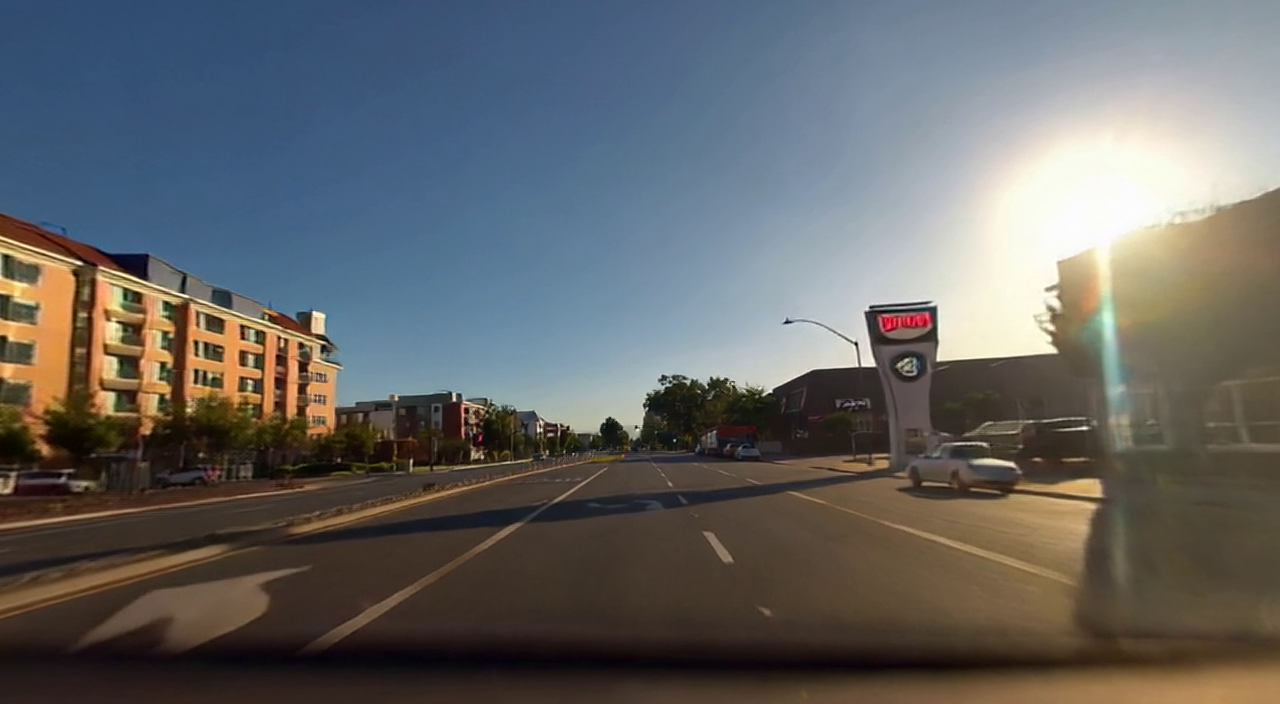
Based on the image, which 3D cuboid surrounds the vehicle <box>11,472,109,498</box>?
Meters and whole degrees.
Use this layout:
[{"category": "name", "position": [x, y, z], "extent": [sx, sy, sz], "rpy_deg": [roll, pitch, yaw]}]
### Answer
[{"category": "vehicle", "position": [-42.260, 9.660, 46.157], "extent": [4.805, 1.609, 1.906], "rpy_deg": [4, -9, -24]}]

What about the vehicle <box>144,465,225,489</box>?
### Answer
[{"category": "vehicle", "position": [-35.228, 9.705, 49.046], "extent": [4.654, 1.648, 1.915], "rpy_deg": [3, -9, -21]}]

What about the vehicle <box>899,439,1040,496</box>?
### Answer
[{"category": "vehicle", "position": [10.138, 3.568, 19.940], "extent": [1.886, 1.556, 4.513], "rpy_deg": [0, -8, -2]}]
